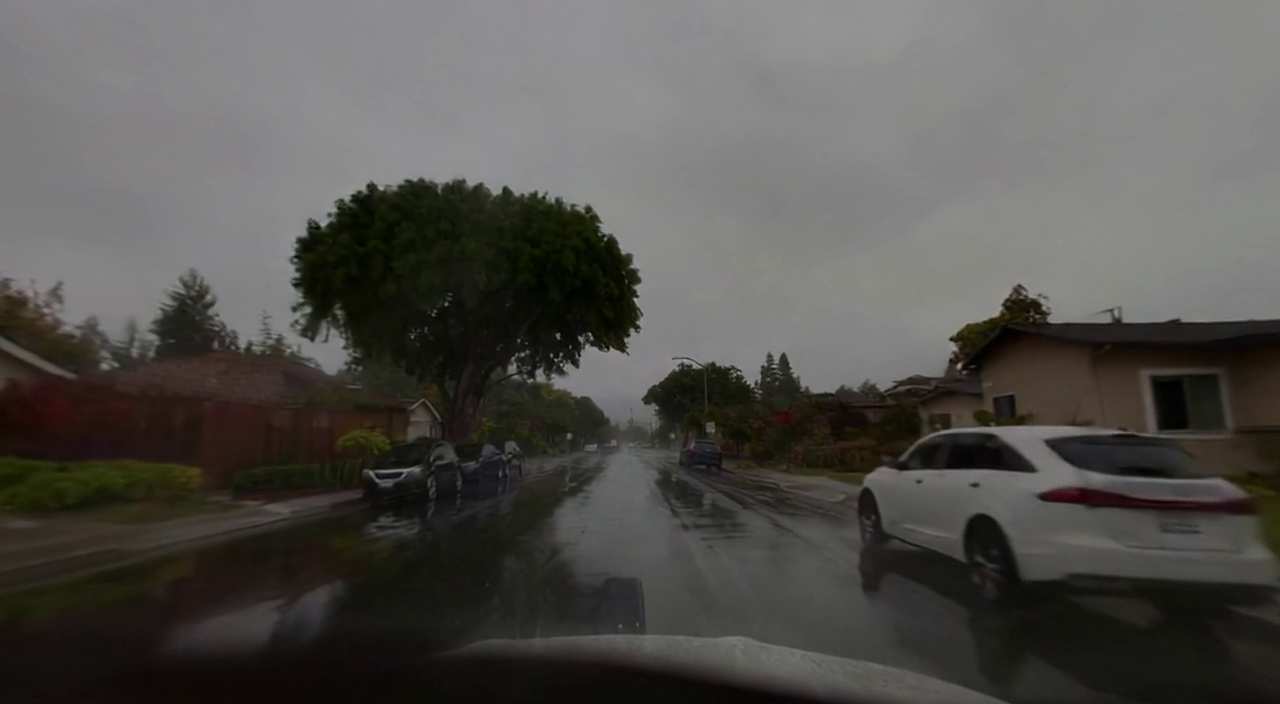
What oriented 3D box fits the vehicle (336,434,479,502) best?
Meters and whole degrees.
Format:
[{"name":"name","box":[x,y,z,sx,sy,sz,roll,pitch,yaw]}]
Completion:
[{"name":"vehicle","box":[-6.008,3.119,17.059,2.027,1.544,4.959,0,-10,-1]}]

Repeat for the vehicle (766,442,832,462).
[{"name":"vehicle","box":[11.652,7.301,46.194,4.277,1.410,1.822,1,-8,-6]}]

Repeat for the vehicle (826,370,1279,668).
[{"name":"vehicle","box":[4.079,1.469,6.946,2.311,1.859,5.880,0,-8,1]}]

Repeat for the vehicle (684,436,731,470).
[{"name":"vehicle","box":[3.761,5.713,35.771,2.136,1.794,4.598,0,-8,0]}]
